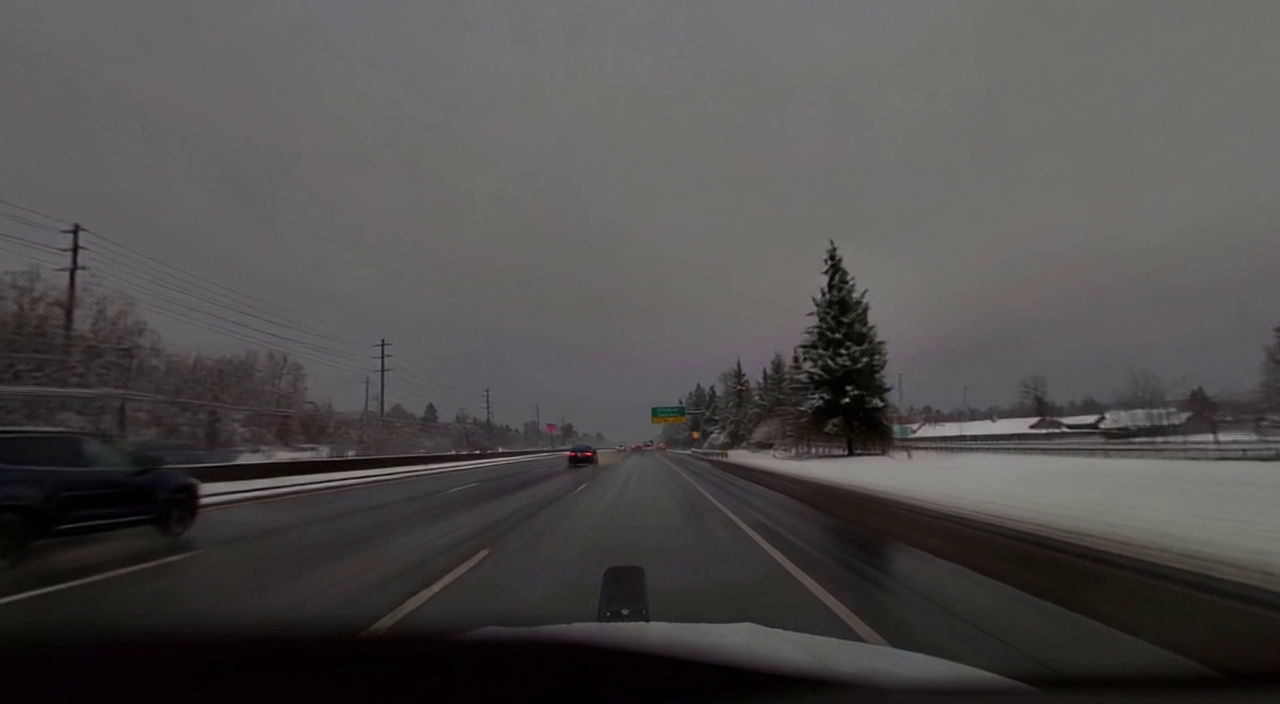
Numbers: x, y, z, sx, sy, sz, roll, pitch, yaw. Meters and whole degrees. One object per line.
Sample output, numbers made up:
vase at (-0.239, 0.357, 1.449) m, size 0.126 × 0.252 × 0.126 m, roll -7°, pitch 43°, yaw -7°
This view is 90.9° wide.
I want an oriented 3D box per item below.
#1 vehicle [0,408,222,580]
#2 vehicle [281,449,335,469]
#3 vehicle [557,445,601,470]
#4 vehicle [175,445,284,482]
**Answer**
vehicle at (-7.437, 1.536, 7.074) m, size 2.118 × 1.696 × 4.836 m, roll 0°, pitch -9°, yaw 0°
vehicle at (-25.417, 8.178, 48.378) m, size 1.792 × 1.488 × 4.294 m, roll 0°, pitch -9°, yaw 0°
vehicle at (-3.514, 6.213, 37.245) m, size 2.048 × 1.368 × 4.613 m, roll 0°, pitch -9°, yaw 1°
vehicle at (-17.941, 4.868, 27.814) m, size 1.799 × 1.462 × 4.378 m, roll 0°, pitch -9°, yaw 1°
